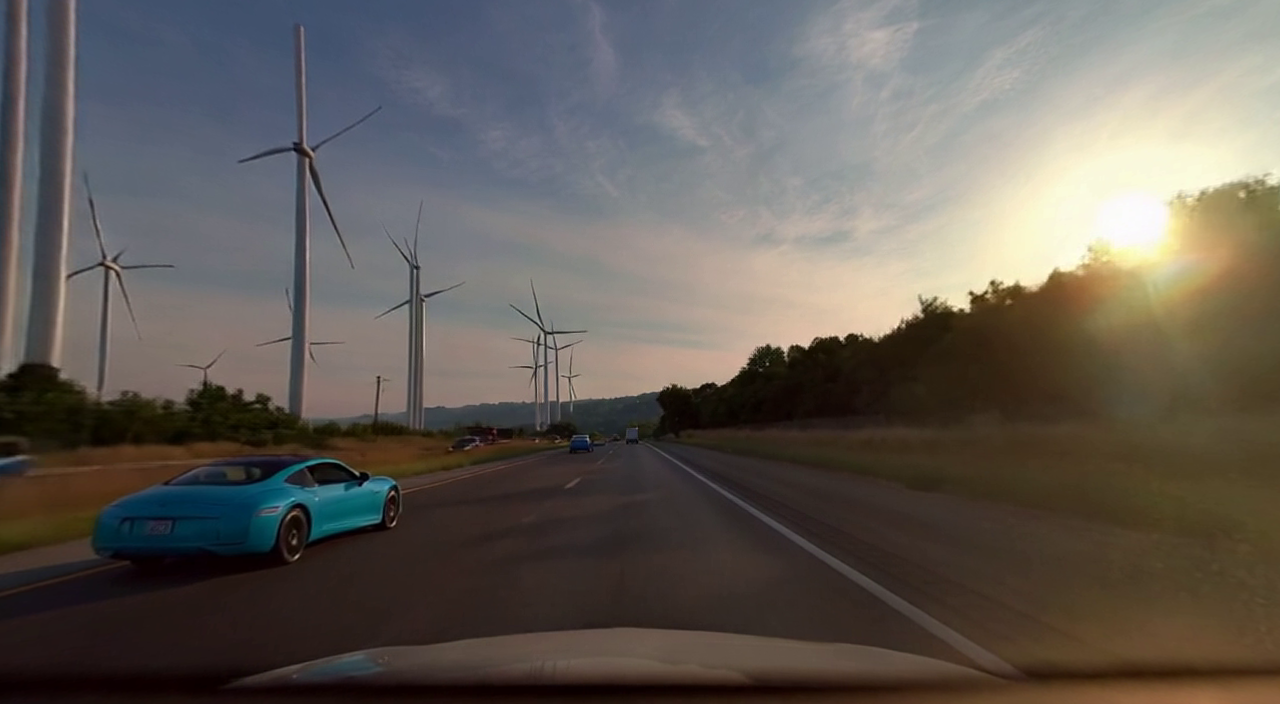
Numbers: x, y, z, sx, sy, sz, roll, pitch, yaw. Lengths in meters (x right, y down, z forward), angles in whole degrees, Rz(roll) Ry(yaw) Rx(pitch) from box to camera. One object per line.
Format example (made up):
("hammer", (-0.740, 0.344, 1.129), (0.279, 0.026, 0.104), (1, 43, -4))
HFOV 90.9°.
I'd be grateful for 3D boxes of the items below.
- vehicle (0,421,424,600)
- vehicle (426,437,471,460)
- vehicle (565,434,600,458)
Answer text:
("vehicle", (-4.149, 1.556, 7.179), (1.969, 1.413, 4.194), (0, -8, -1))
("vehicle", (-13.098, 6.587, 43.271), (1.855, 1.471, 3.954), (0, -8, 0))
("vehicle", (-3.697, 6.133, 41.206), (2.024, 1.456, 3.754), (0, -8, -1))
